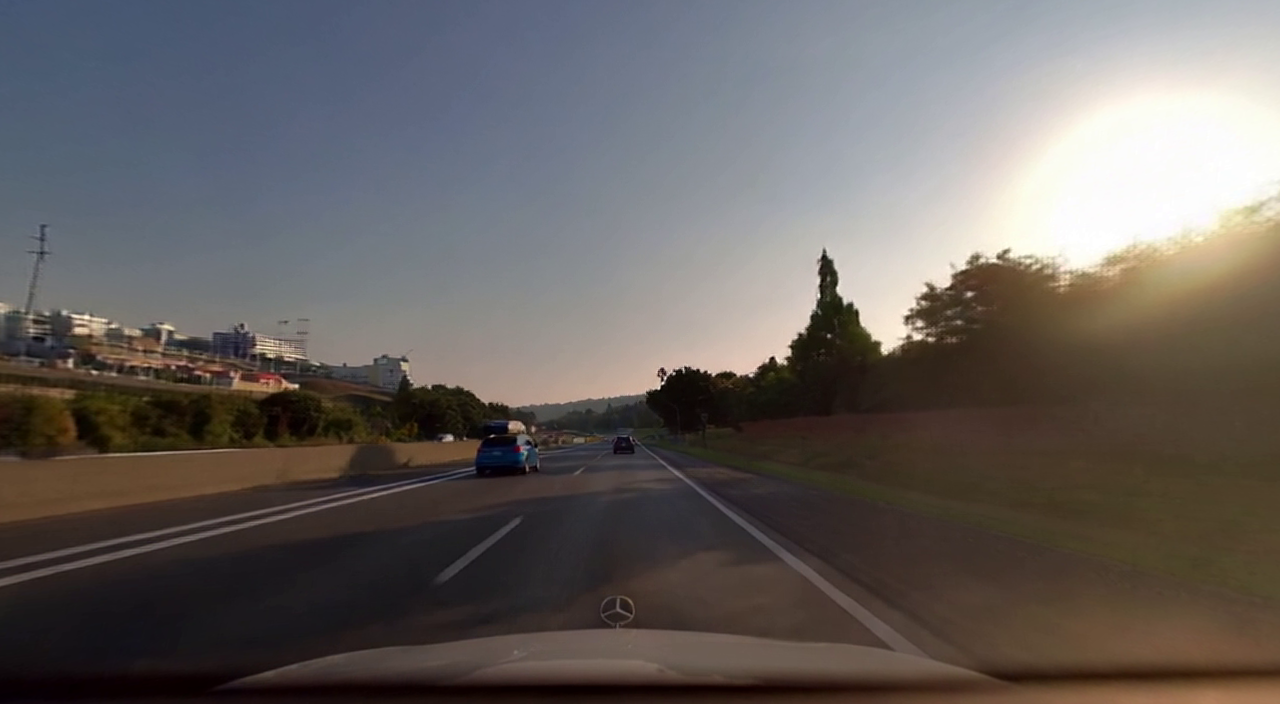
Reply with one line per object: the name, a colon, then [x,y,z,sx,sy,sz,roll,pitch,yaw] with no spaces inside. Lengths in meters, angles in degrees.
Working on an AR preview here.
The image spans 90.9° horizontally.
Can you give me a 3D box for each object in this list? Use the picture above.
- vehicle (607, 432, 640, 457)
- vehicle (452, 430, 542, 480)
vehicle: [-1.132,6.318,43.244,2.151,1.618,3.898,0,-8,-1]
vehicle: [-5.021,3.670,22.850,2.189,1.580,4.607,0,-8,0]
